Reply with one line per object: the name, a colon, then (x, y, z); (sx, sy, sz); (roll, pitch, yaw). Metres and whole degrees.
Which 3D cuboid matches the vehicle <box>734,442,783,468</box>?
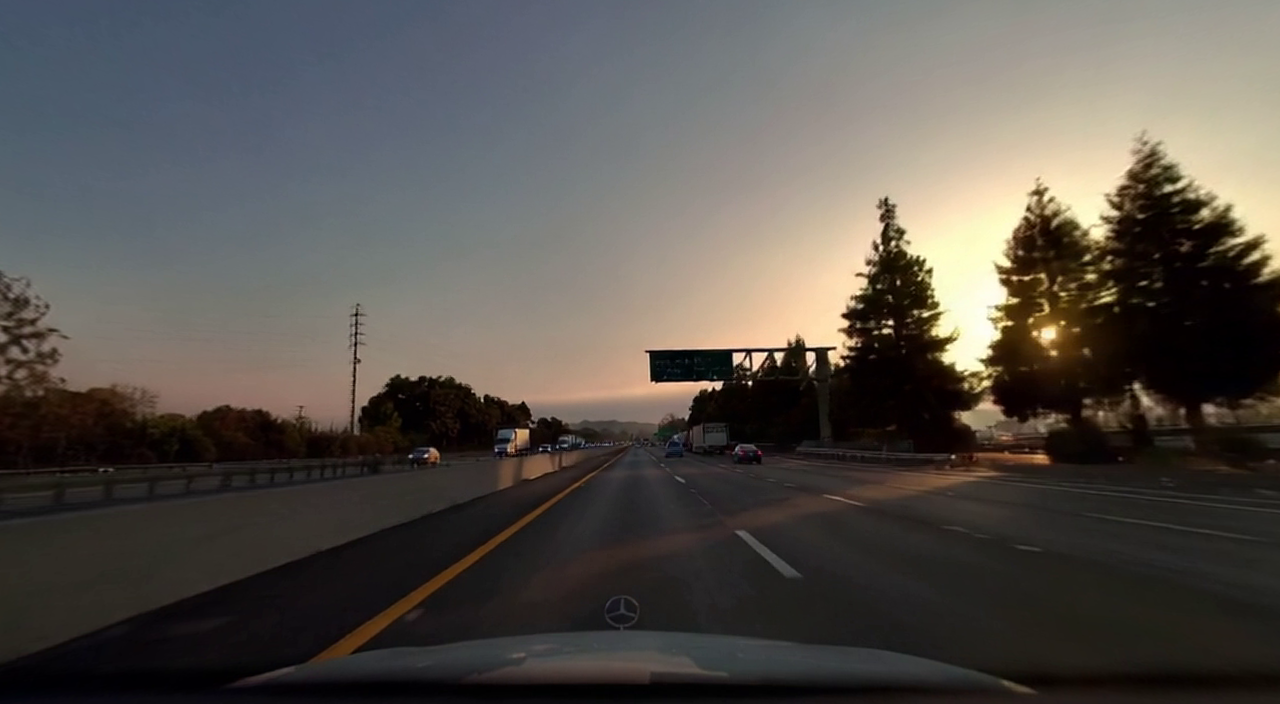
vehicle: (7.015, 6.110, 37.813); (2.009, 1.456, 4.097); (0, -8, -2)
